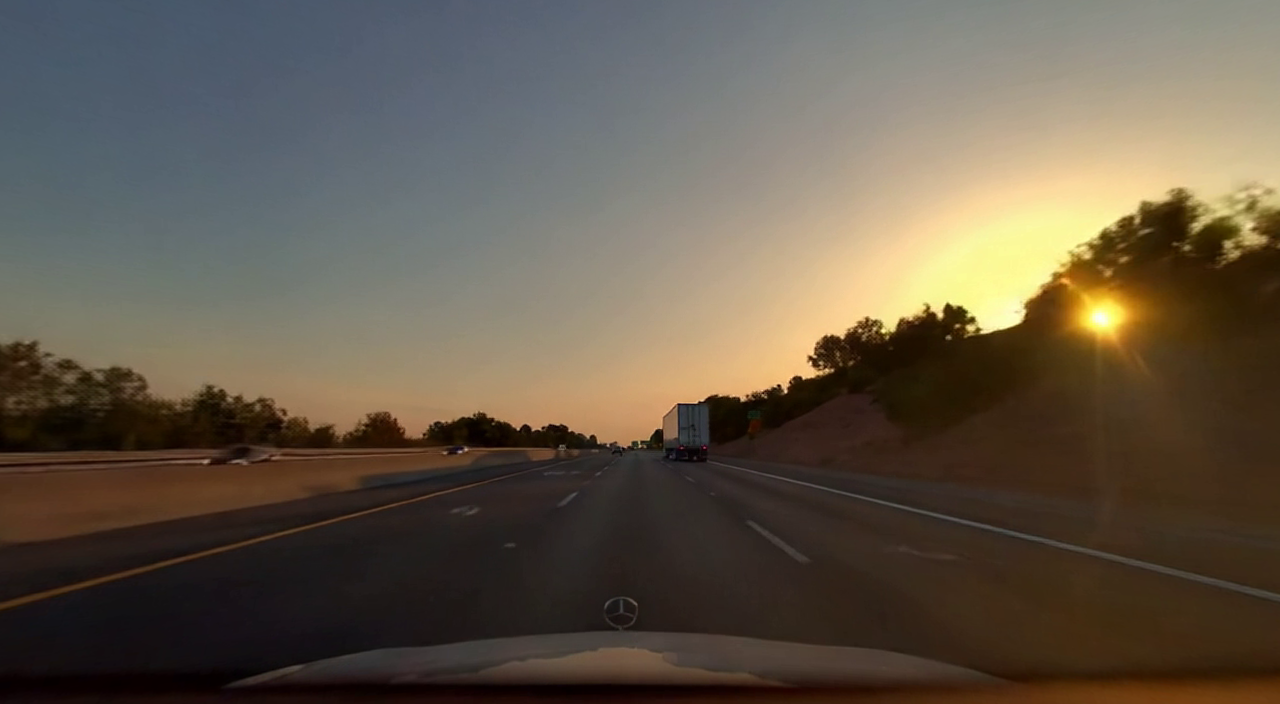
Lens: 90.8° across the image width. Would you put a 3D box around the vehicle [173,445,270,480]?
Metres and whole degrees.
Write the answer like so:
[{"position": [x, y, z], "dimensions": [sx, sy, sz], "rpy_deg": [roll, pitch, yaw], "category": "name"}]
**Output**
[{"position": [-19.088, 5.036, 29.053], "dimensions": [1.809, 1.498, 3.871], "rpy_deg": [0, -9, 0], "category": "vehicle"}]
